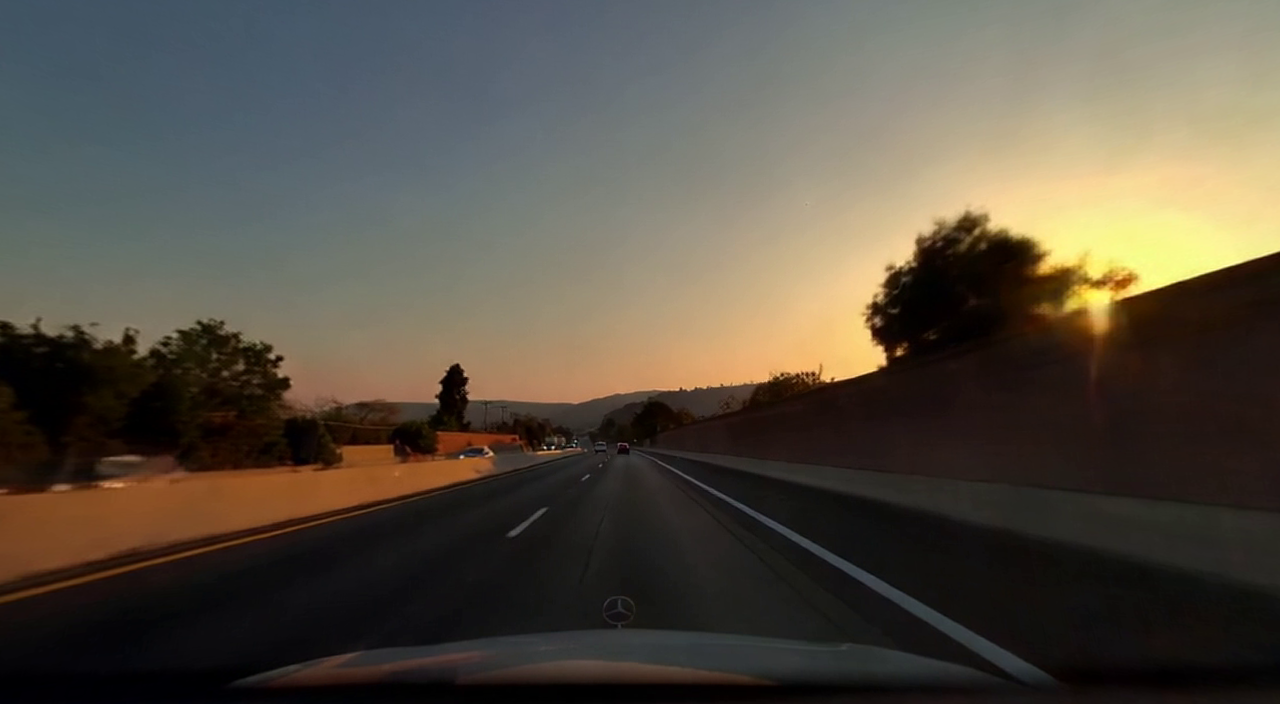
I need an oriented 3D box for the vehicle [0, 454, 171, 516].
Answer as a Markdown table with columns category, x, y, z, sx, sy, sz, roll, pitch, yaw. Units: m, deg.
| category | x | y | z | sx | sy | sz | roll | pitch | yaw |
| --- | --- | --- | --- | --- | --- | --- | --- | --- | --- |
| vehicle | -16.911 | 3.906 | 18.983 | 1.936 | 1.576 | 4.524 | 0 | -9 | -1 |
